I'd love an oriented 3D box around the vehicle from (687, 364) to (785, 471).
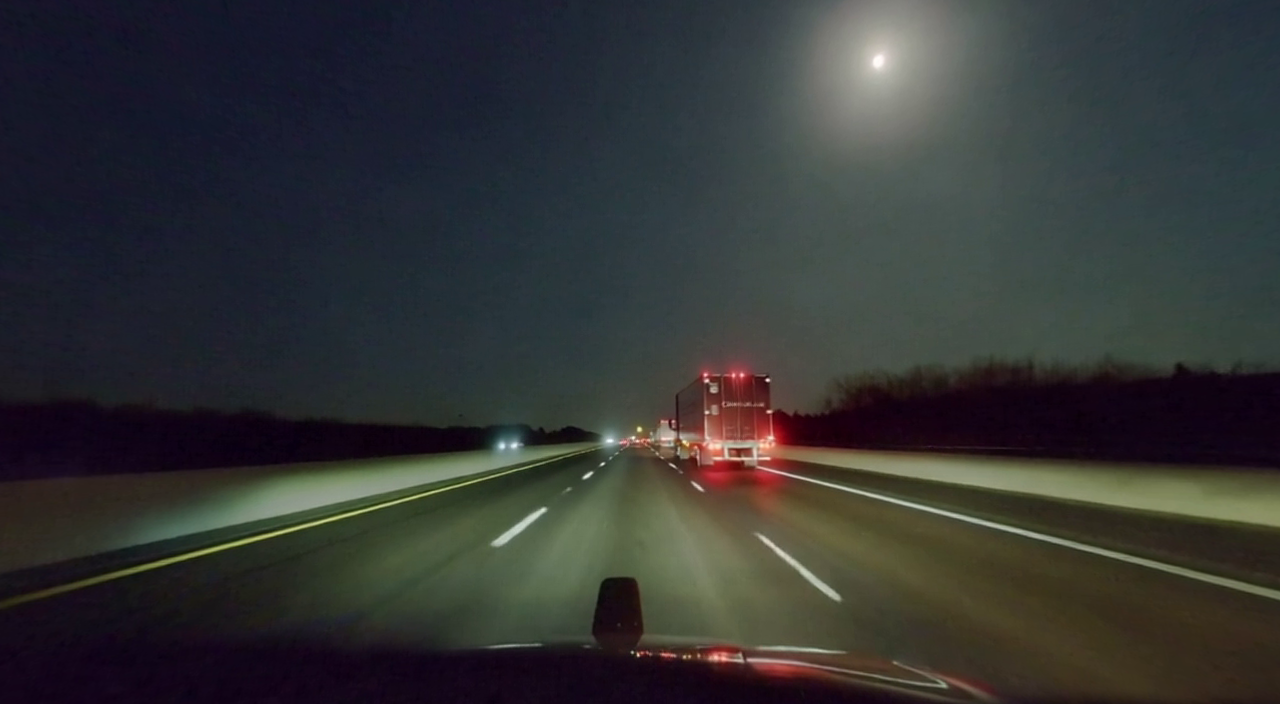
[{"bbox_3d":[3.882,3.036,27.679,2.840,3.947,8.920,0,-8,0],"label":"vehicle"}]
